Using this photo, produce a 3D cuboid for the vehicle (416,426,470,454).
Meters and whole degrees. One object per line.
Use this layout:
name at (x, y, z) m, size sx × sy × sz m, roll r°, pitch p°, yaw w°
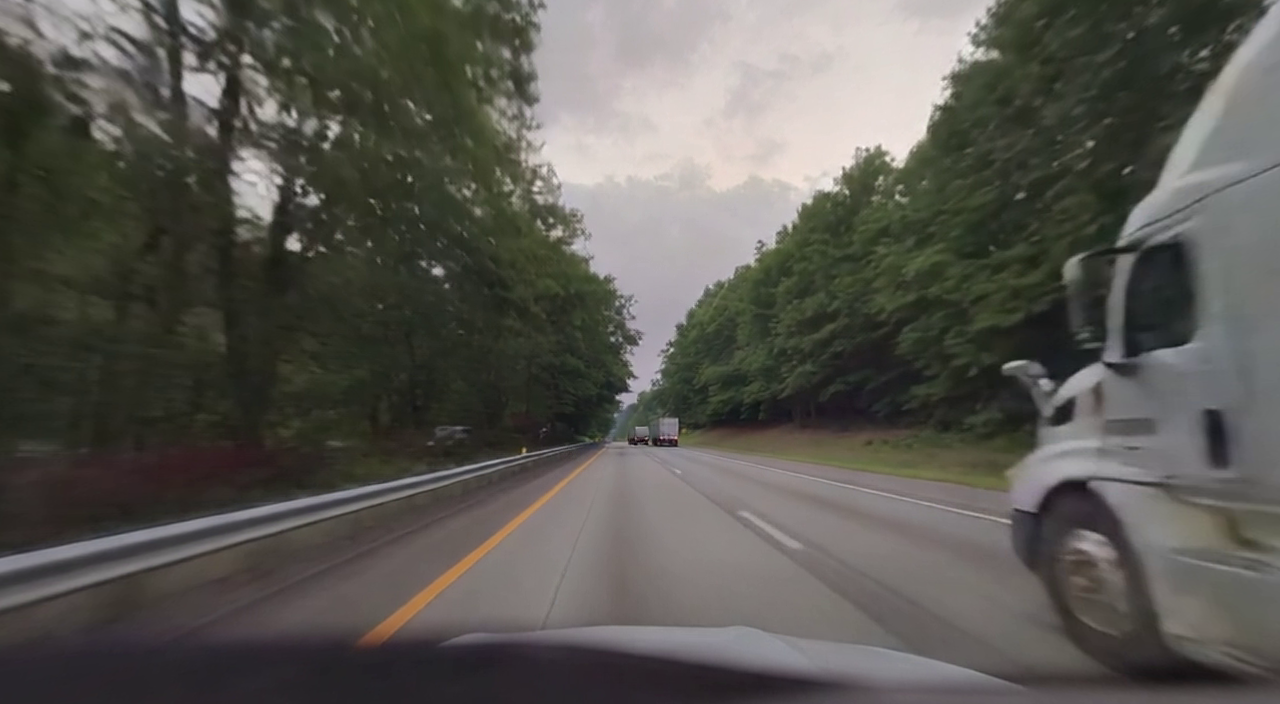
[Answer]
vehicle at (-12.762, 5.733, 41.249) m, size 2.066 × 1.711 × 4.835 m, roll 0°, pitch -8°, yaw -1°
